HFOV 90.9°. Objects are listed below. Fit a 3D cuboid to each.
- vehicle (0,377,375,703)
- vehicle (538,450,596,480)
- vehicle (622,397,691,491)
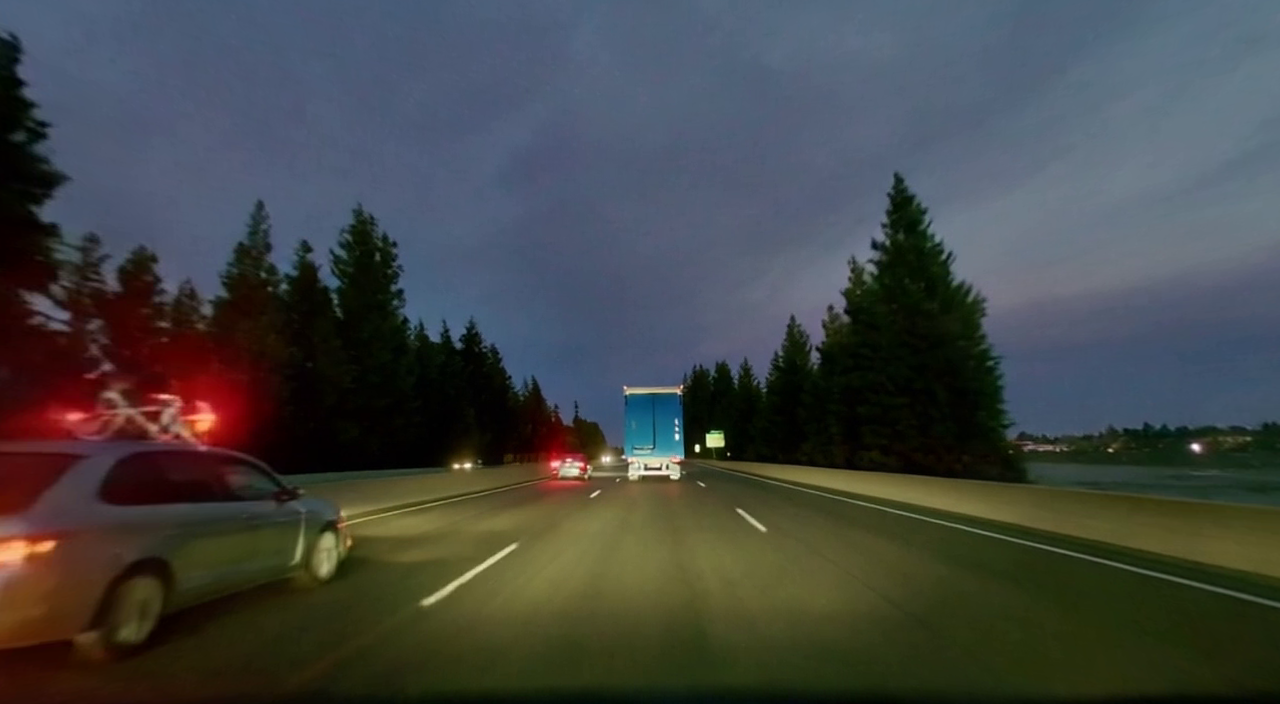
[{"bbox_3d":[-4.195,1.240,4.993,2.018,1.632,4.722,0,-9,2],"label":"vehicle"},{"bbox_3d":[-3.597,5.672,31.867,2.133,1.358,4.870,0,-9,3],"label":"vehicle"},{"bbox_3d":[0.870,4.511,30.726,2.821,3.878,8.925,0,-9,2],"label":"vehicle"}]
